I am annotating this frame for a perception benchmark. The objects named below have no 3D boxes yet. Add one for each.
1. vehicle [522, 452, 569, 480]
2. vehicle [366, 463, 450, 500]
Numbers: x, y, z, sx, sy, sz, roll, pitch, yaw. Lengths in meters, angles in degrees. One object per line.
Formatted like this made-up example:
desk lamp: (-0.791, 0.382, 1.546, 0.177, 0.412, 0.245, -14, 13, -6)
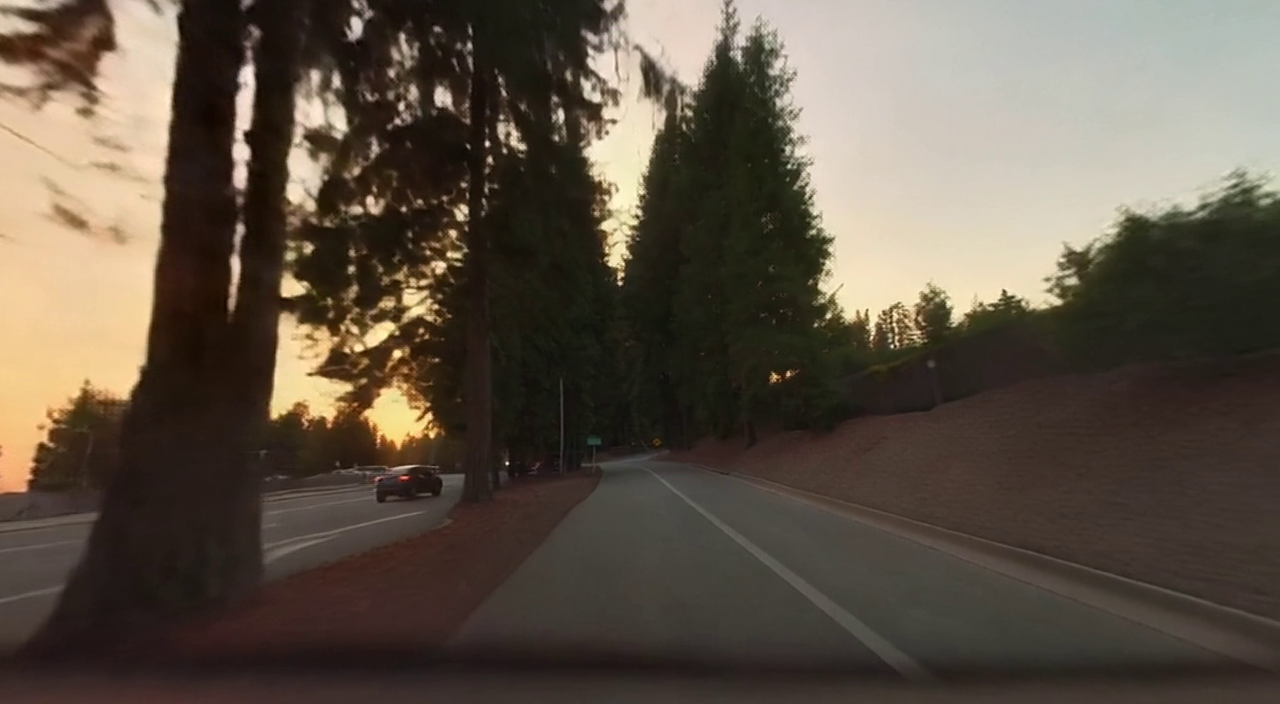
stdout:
vehicle: (-6.123, 7.460, 41.551, 2.049, 1.699, 4.860, -1, -9, 4)
vehicle: (-11.110, 6.214, 30.692, 1.886, 1.535, 4.742, -1, -9, 6)
